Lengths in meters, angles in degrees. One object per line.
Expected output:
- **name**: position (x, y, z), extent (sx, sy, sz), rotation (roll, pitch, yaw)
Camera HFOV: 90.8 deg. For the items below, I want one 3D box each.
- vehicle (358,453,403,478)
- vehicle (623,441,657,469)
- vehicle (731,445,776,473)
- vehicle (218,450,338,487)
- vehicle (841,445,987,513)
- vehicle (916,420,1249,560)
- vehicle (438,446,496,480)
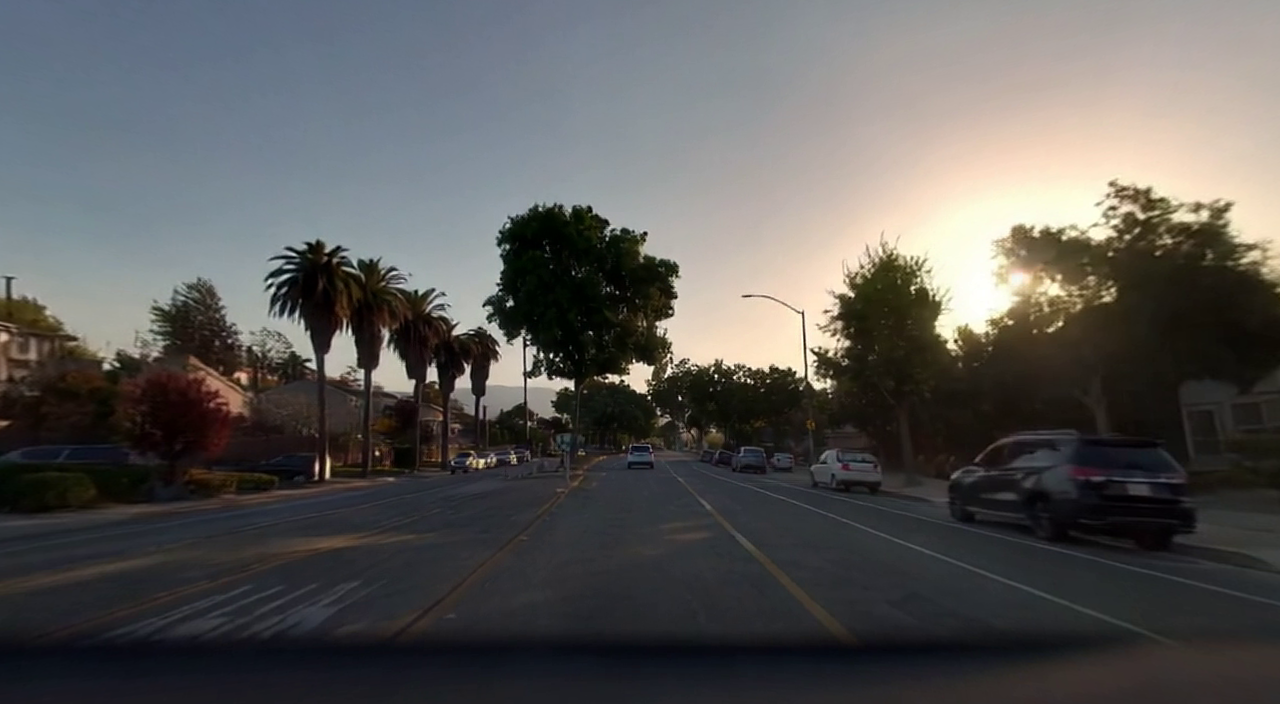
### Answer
- **vehicle**: position (-17.178, 7.495, 42.063), extent (1.847, 1.507, 4.632), rotation (1, -9, -11)
- **vehicle**: position (-0.035, 7.224, 44.365), extent (2.248, 1.833, 4.798), rotation (0, -8, -1)
- **vehicle**: position (7.338, 6.931, 41.261), extent (2.024, 1.687, 4.477), rotation (0, -8, -1)
- **vehicle**: position (-17.698, 5.704, 31.066), extent (4.683, 1.686, 1.950), rotation (-1, -8, 2)
- **vehicle**: position (6.927, 3.219, 16.612), extent (1.842, 1.515, 4.653), rotation (-1, -8, 1)
- **vehicle**: position (7.029, 2.222, 11.104), extent (2.035, 1.822, 5.449), rotation (-1, -8, 2)
- **vehicle**: position (-11.525, 7.432, 42.527), extent (2.157, 1.969, 5.725), rotation (-3, -9, 1)
